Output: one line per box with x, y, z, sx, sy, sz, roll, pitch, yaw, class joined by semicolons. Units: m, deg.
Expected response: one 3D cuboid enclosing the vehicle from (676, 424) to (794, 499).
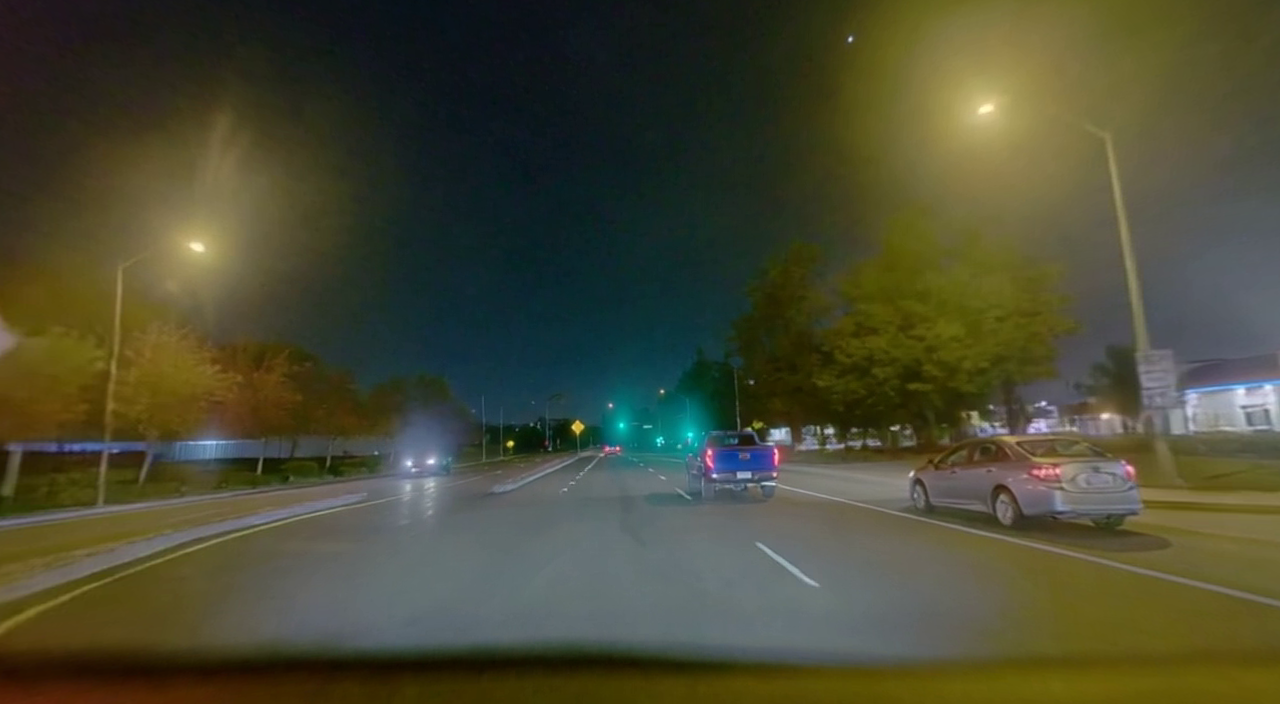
2.383;2.952;17.379;2.214;1.749;4.998;1;-9;-3;vehicle

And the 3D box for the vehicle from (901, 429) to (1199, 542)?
6.370;2.101;10.598;1.986;1.480;4.296;0;-8;-2;vehicle

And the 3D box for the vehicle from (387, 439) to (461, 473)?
-13.572;6.588;40.241;2.868;1.978;5.632;0;-8;-2;vehicle
